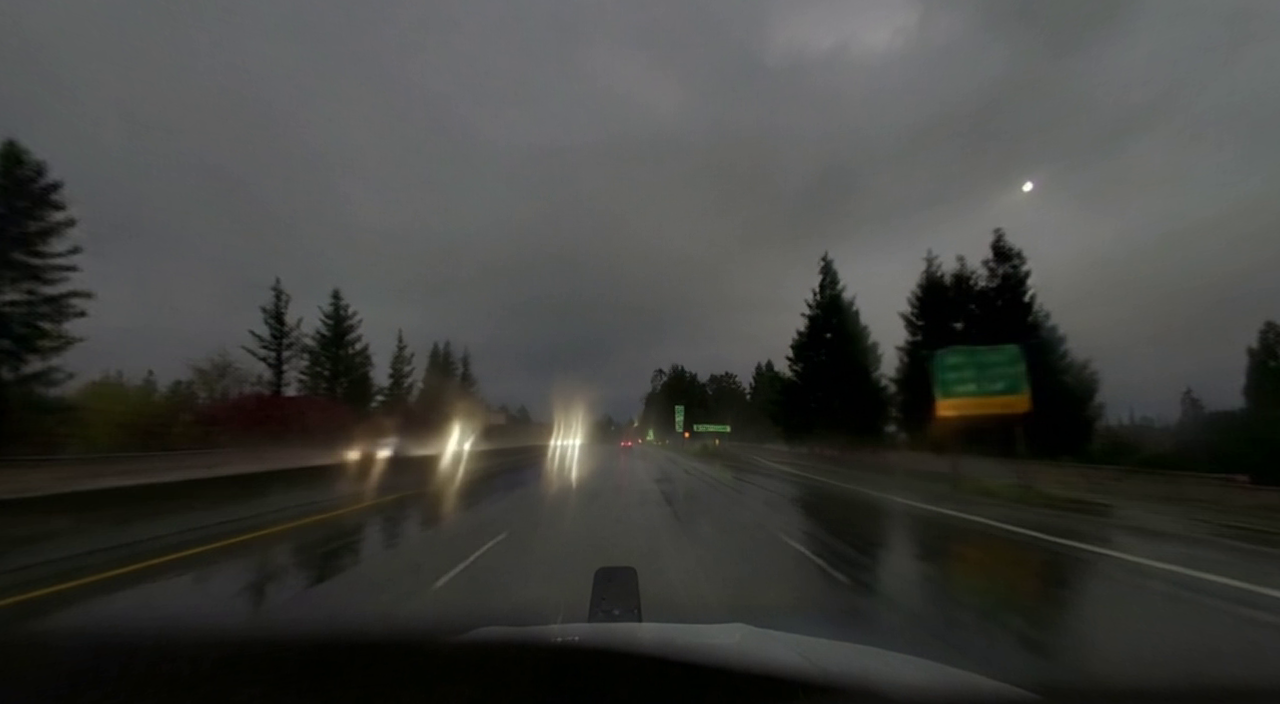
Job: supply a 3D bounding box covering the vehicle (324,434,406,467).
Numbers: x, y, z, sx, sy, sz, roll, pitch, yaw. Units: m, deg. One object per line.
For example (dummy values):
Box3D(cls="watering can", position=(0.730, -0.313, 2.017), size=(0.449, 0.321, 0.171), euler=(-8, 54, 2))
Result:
Box3D(cls="vehicle", position=(-13.127, 4.696, 30.434), size=(1.917, 1.457, 4.632), euler=(0, -8, -1))
